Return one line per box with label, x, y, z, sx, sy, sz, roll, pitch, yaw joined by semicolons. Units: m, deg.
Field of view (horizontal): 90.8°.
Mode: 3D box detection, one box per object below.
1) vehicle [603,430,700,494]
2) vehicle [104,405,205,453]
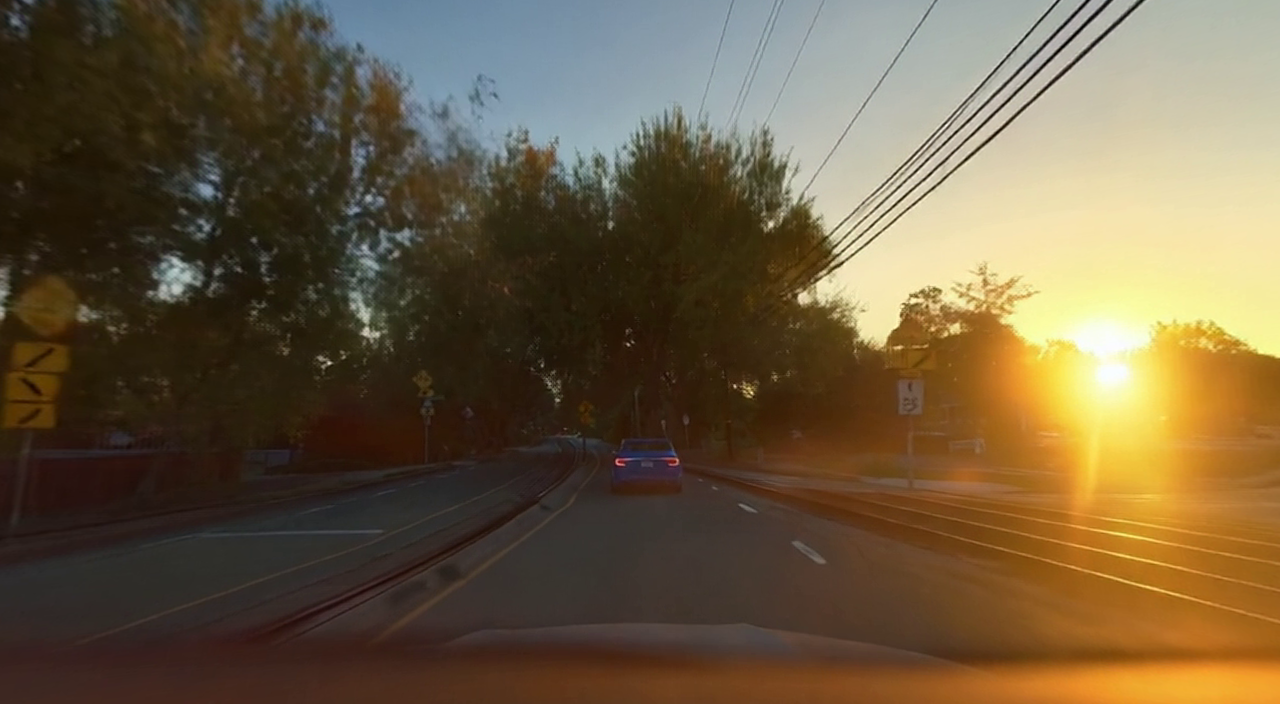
vehicle;0.177;2.929;17.217;2.295;1.510;4.364;0;-8;-3
vehicle;-31.216;5.078;41.021;2.983;2.816;7.042;3;-9;-20
